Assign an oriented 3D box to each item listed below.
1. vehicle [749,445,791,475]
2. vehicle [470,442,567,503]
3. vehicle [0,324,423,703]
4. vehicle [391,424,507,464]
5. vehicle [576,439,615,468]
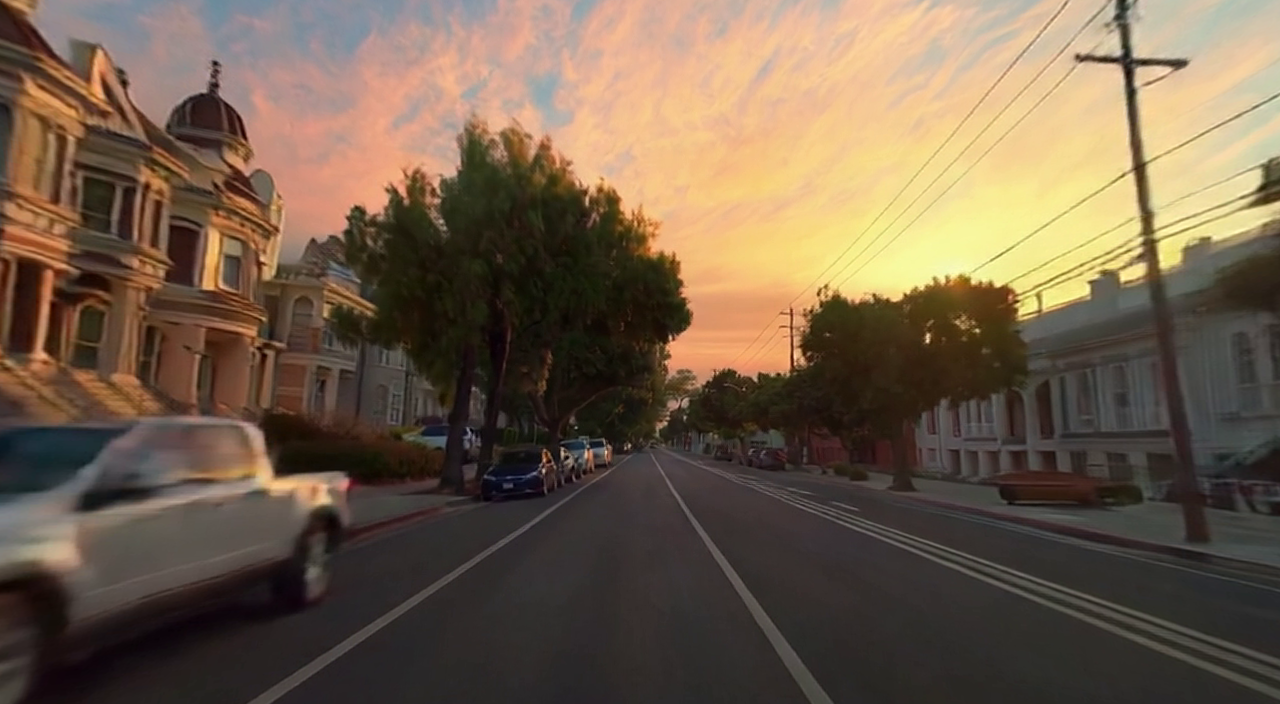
[{"bbox_3d":[9.817,8.202,48.102,2.156,1.882,4.790,7,-8,2],"label":"vehicle"},{"bbox_3d":[-3.505,3.564,19.174,1.917,1.516,4.898,-2,-9,1],"label":"vehicle"},{"bbox_3d":[-3.726,1.121,4.559,2.189,1.887,5.616,0,-8,1],"label":"vehicle"},{"bbox_3d":[-11.650,5.658,38.907,6.180,2.011,2.493,3,-8,1],"label":"vehicle"},{"bbox_3d":[-3.120,7.263,45.510,2.290,1.924,5.536,-1,-9,1],"label":"vehicle"}]
